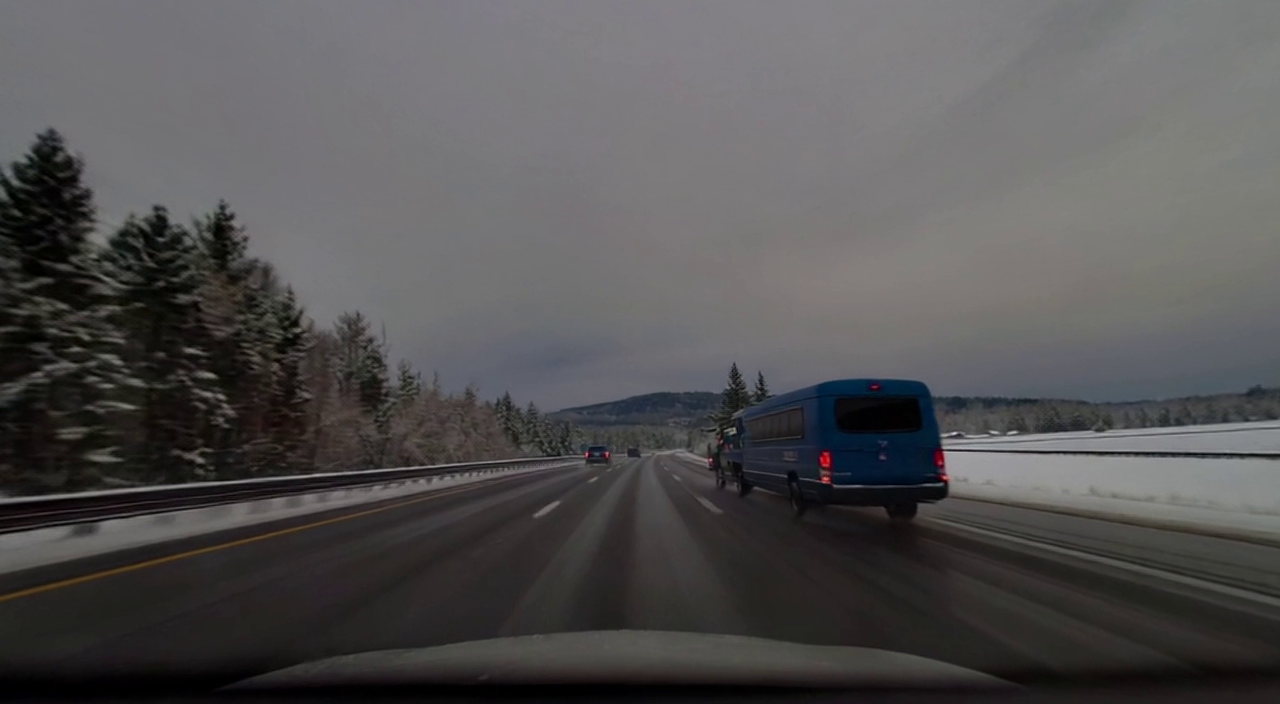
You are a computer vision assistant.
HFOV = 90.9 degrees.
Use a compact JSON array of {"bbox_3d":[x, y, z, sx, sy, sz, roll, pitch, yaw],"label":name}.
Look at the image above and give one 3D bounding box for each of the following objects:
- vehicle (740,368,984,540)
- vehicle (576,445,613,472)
[{"bbox_3d":[3.961,2.074,13.087,2.614,2.655,6.429,0,-9,-1],"label":"vehicle"},{"bbox_3d":[-2.934,7.052,41.878,2.020,1.619,4.690,0,-9,1],"label":"vehicle"}]
